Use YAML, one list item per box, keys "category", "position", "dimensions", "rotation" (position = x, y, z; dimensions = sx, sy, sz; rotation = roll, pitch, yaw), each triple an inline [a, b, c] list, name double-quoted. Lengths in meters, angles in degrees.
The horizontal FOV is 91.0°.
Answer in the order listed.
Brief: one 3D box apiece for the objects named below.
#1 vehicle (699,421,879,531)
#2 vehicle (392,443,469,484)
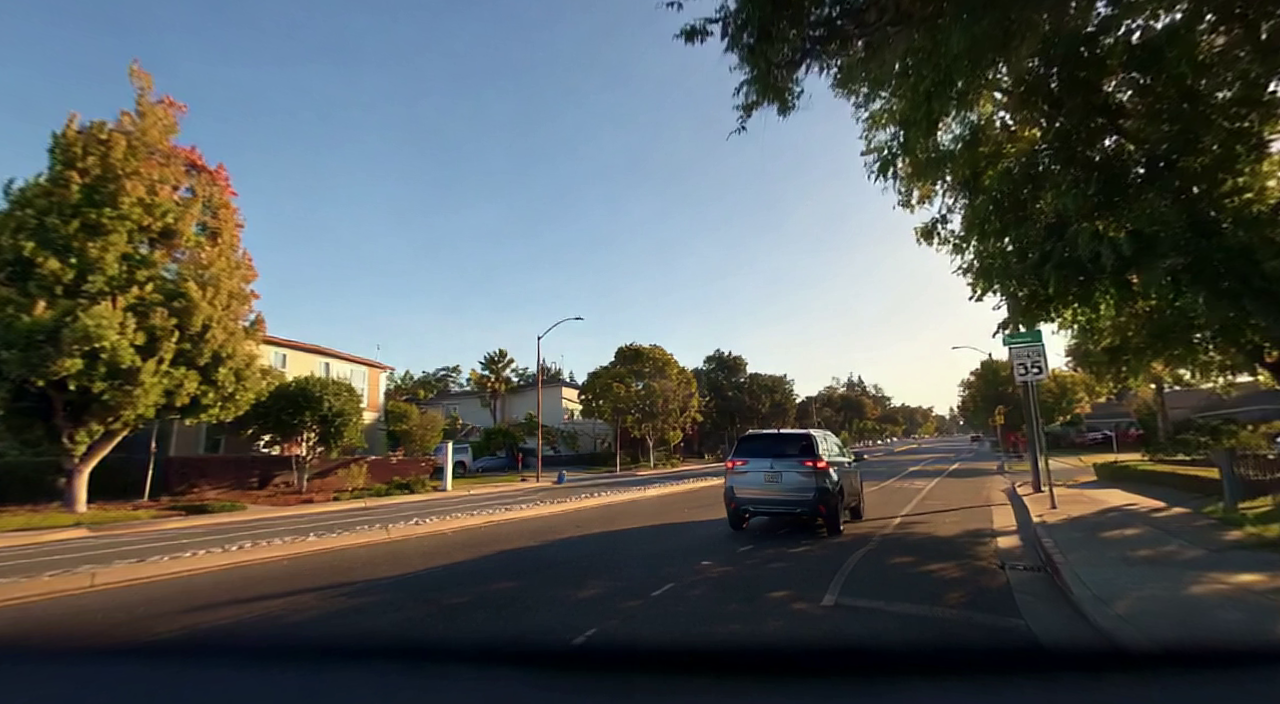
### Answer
- category: "vehicle"
  position: [3.150, 2.342, 12.572]
  dimensions: [2.018, 1.733, 4.546]
  rotation: [-6, -10, 32]
- category: "vehicle"
  position: [-14.882, 7.966, 45.138]
  dimensions: [2.329, 2.631, 5.560]
  rotation: [-6, -11, 19]
